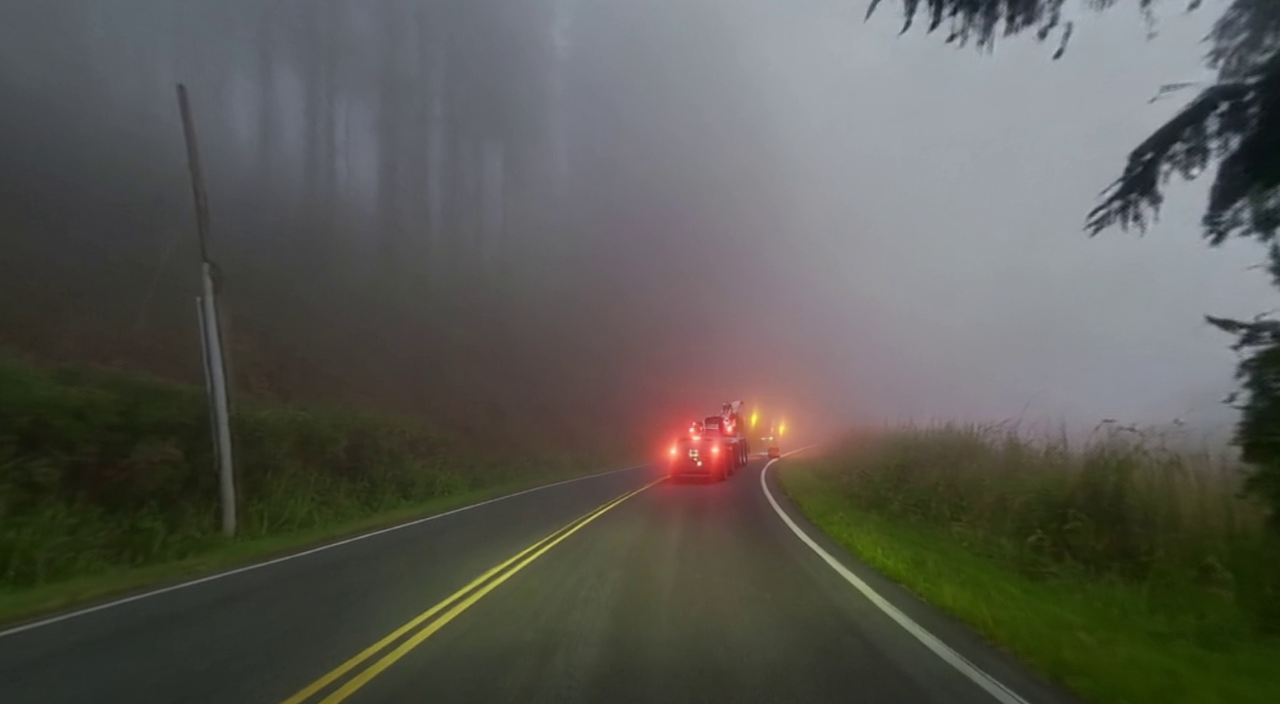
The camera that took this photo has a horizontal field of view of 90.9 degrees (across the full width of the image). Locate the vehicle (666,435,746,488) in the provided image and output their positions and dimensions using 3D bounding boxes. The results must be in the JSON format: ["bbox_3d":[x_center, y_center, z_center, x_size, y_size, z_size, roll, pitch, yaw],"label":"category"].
[{"bbox_3d":[2.133,3.401,19.857,2.196,1.465,4.294,-1,-8,8],"label":"vehicle"}]
